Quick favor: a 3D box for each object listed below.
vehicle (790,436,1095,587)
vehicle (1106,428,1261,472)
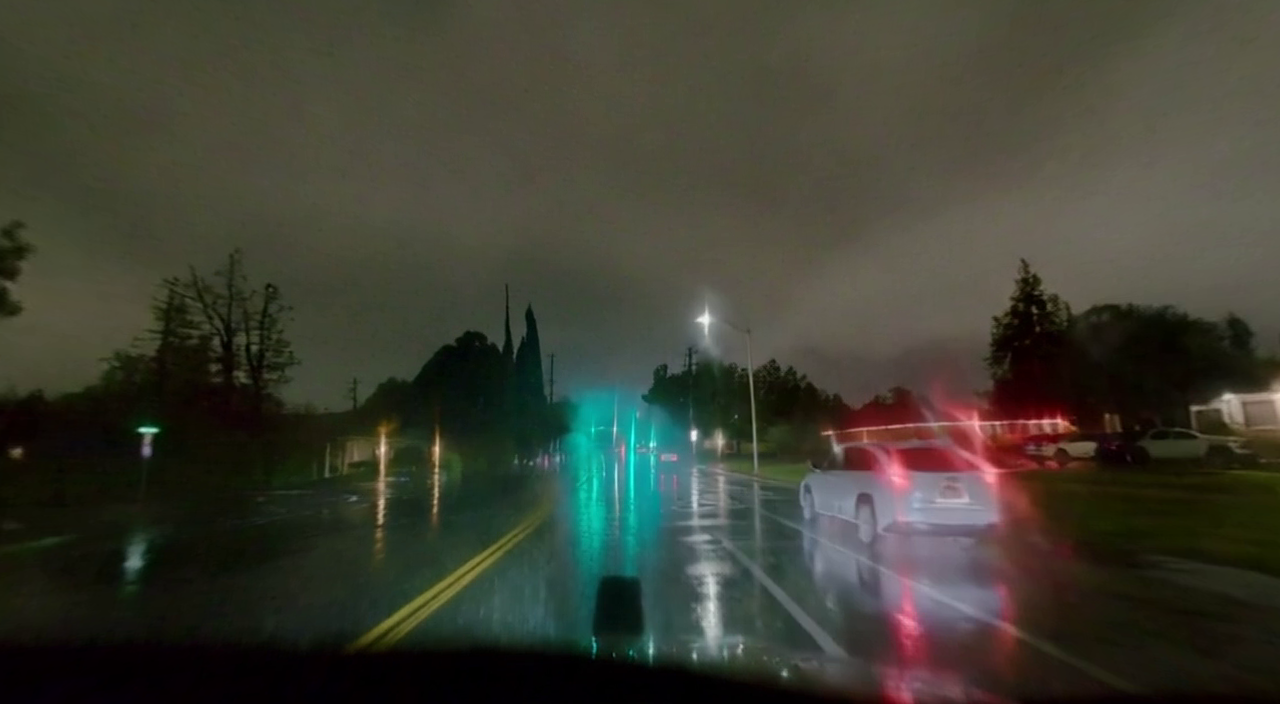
[{"bbox_3d":[3.985,2.138,9.471,2.124,1.524,4.698,5,-9,-2],"label":"vehicle"},{"bbox_3d":[21.254,3.841,24.812,4.536,1.654,1.931,1,-8,-7],"label":"vehicle"}]
